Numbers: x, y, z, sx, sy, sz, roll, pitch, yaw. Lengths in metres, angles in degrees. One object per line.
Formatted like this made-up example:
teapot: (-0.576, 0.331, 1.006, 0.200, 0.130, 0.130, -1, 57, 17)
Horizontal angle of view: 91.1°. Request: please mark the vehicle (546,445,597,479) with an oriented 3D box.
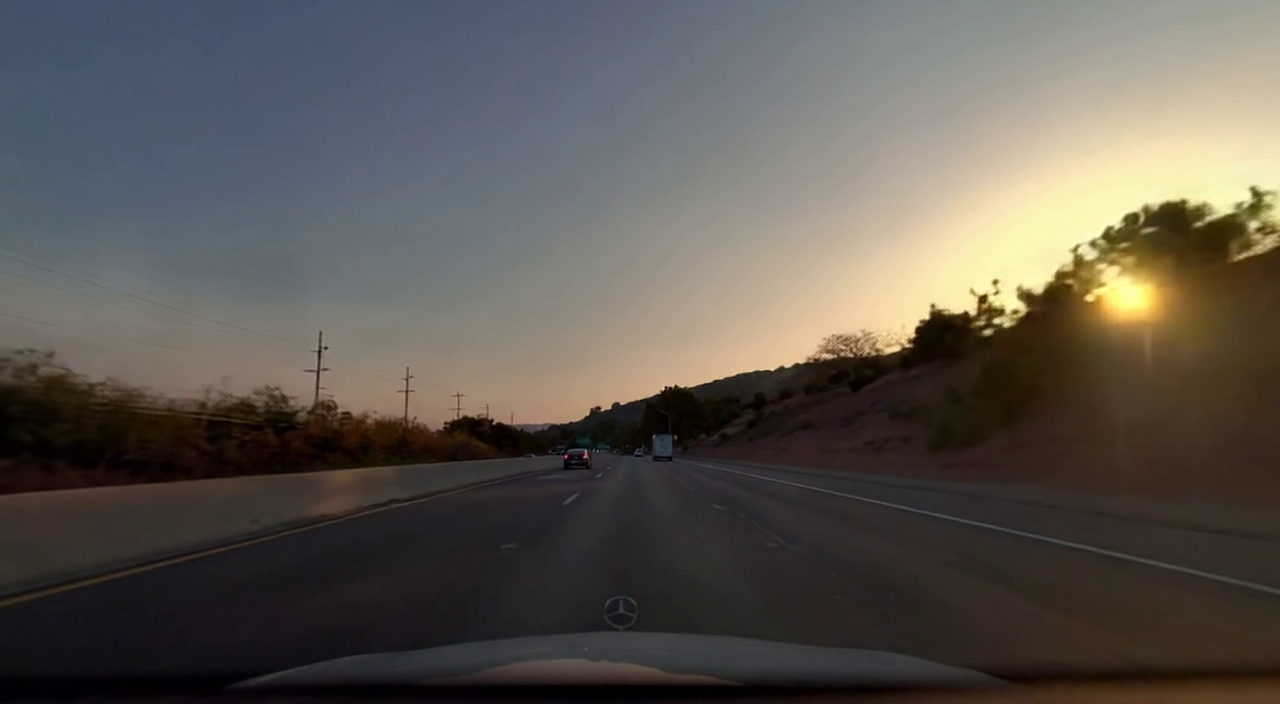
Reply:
vehicle: (-3.332, 5.458, 31.481, 2.100, 1.525, 4.179, 0, -9, 0)
